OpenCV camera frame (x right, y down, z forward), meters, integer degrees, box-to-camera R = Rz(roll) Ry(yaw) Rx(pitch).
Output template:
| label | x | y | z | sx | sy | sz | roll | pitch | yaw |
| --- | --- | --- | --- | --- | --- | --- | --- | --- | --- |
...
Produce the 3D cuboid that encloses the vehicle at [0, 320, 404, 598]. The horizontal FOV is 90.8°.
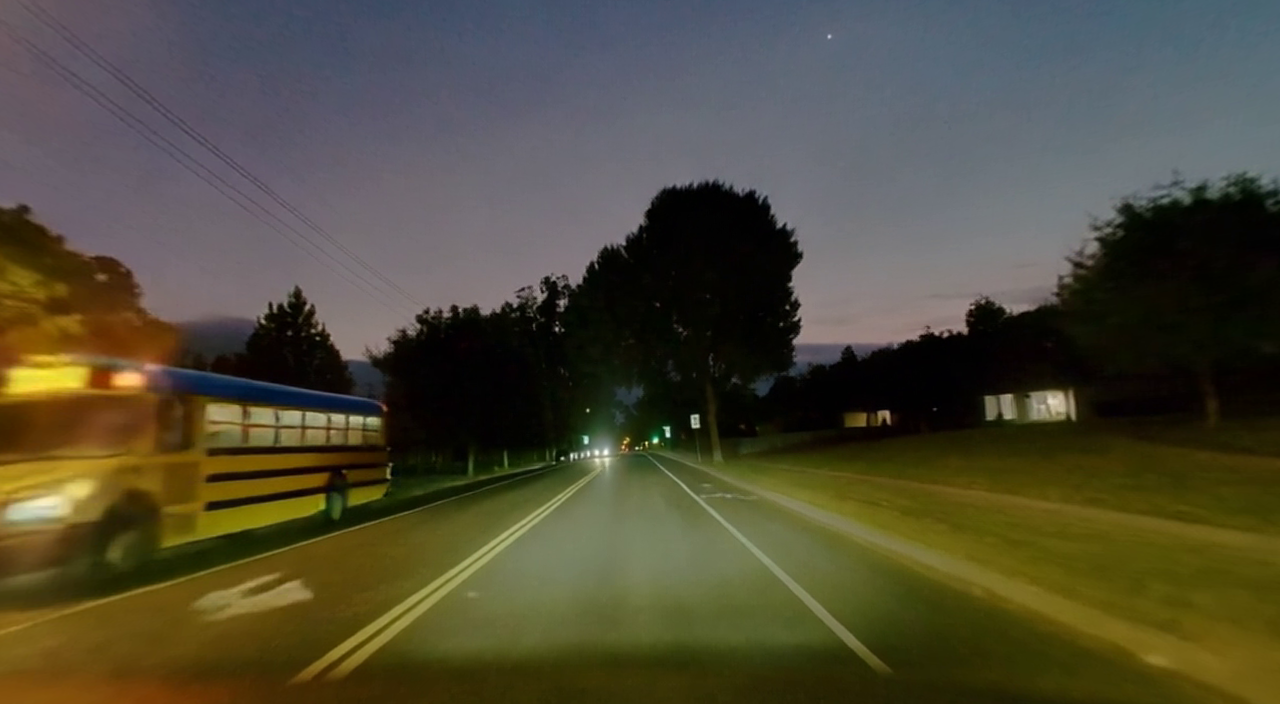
| label | x | y | z | sx | sy | sz | roll | pitch | yaw |
| --- | --- | --- | --- | --- | --- | --- | --- | --- | --- |
| vehicle | -6.692 | 1.620 | 10.165 | 2.835 | 2.876 | 7.091 | -1 | -9 | 2 |
